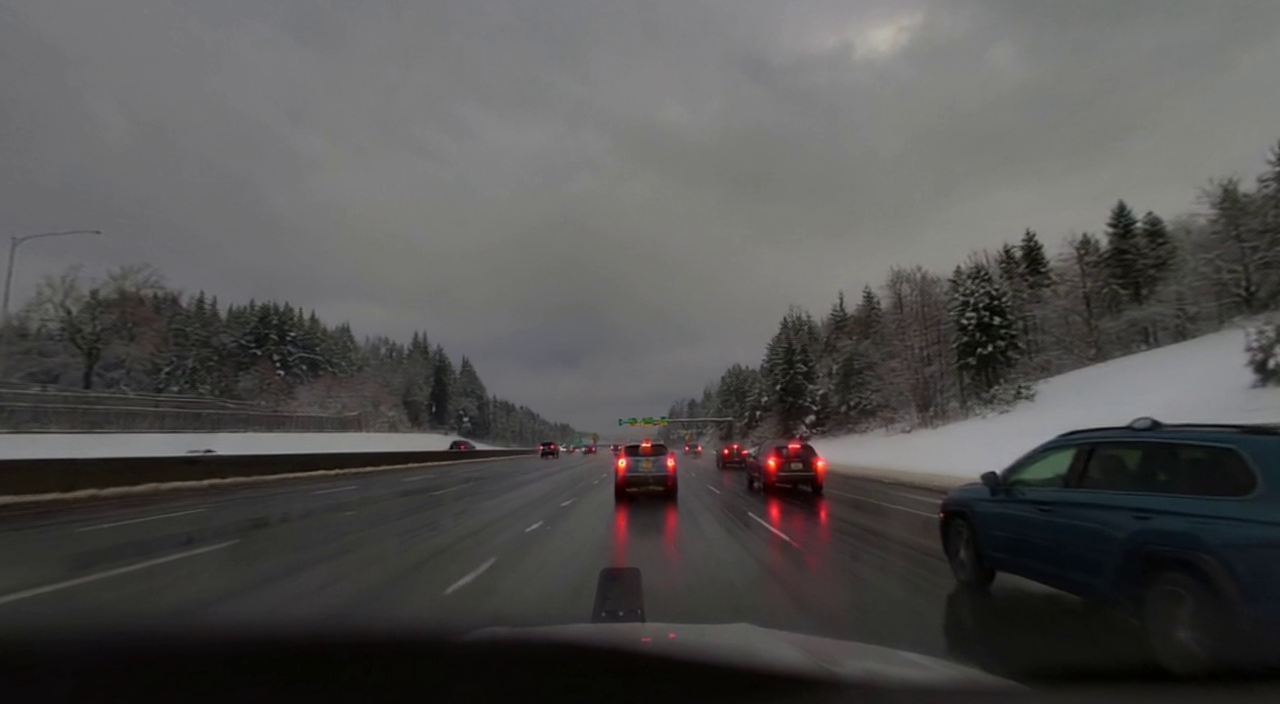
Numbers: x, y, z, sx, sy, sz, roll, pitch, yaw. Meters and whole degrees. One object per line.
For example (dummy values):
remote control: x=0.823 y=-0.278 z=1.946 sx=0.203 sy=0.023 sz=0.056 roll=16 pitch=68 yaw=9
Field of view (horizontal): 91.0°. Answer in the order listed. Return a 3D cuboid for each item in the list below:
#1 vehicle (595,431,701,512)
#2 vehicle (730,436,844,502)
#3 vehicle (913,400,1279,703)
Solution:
vehicle: x=0.166 y=2.616 z=14.220 sx=2.044 sy=1.554 sz=3.824 roll=0 pitch=-9 yaw=0
vehicle: x=3.731 y=3.048 z=16.806 sx=2.044 sy=1.523 sz=3.947 roll=0 pitch=-9 yaw=-1
vehicle: x=3.695 y=1.159 z=3.975 sx=1.979 sy=1.504 sz=4.377 roll=0 pitch=-9 yaw=0
